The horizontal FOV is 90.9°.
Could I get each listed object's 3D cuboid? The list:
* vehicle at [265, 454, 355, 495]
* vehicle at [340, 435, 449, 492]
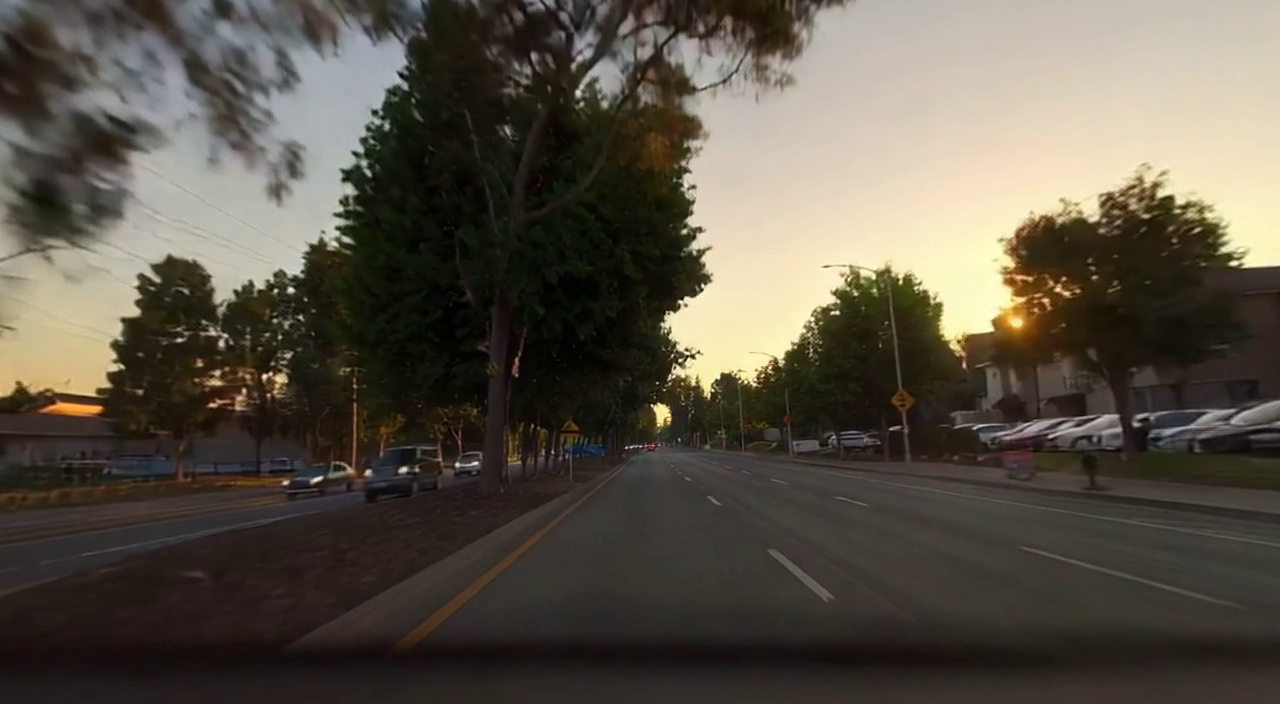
[{"bbox_3d":[-15.561,5.777,30.048,1.930,1.738,4.339,0,-9,0],"label":"vehicle"},{"bbox_3d":[-9.811,4.492,25.784,2.180,2.034,5.429,0,-9,1],"label":"vehicle"}]
